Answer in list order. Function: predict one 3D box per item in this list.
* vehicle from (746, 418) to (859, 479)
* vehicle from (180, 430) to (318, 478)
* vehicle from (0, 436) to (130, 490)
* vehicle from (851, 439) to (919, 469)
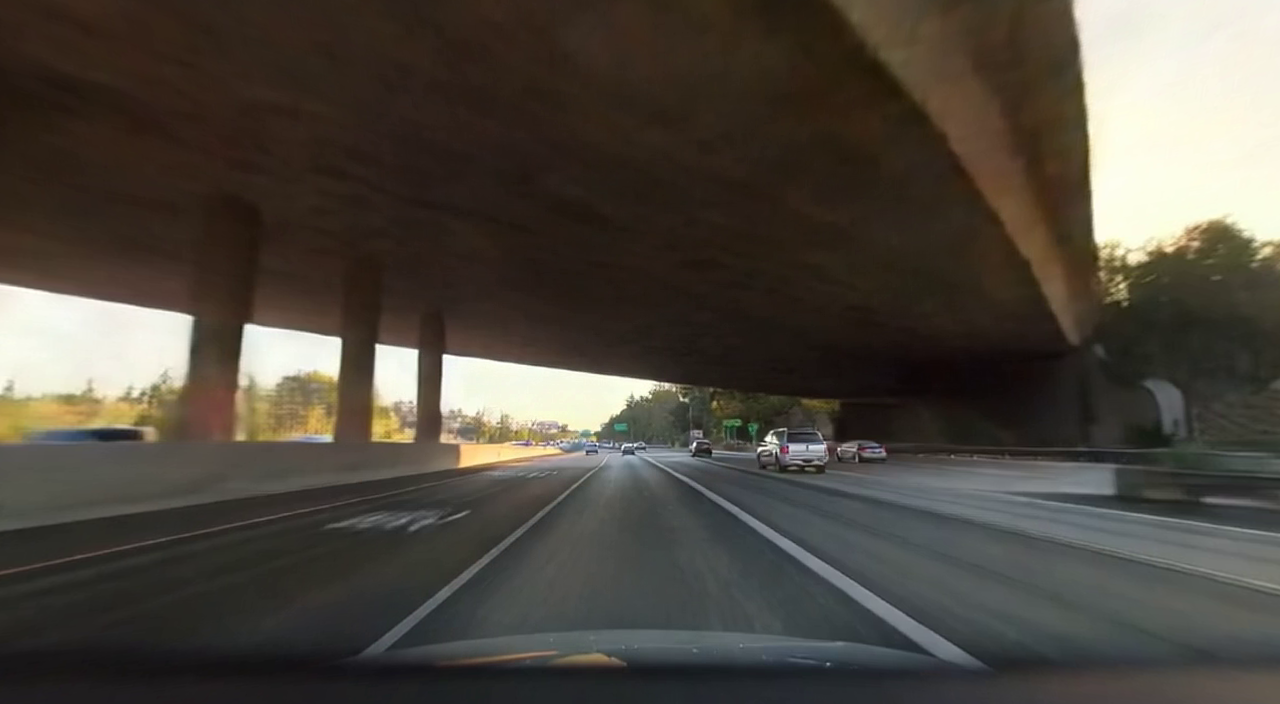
[{"bbox_3d":[6.938,4.313,28.301,2.779,2.339,8.073,0,-8,-1],"label":"vehicle"},{"bbox_3d":[-17.151,4.520,28.141,2.325,1.901,6.074,0,-8,0],"label":"vehicle"},{"bbox_3d":[-21.239,3.709,21.275,2.519,1.642,6.530,0,-8,0],"label":"vehicle"},{"bbox_3d":[14.238,5.927,36.822,2.072,1.611,4.387,0,-8,-2],"label":"vehicle"}]
